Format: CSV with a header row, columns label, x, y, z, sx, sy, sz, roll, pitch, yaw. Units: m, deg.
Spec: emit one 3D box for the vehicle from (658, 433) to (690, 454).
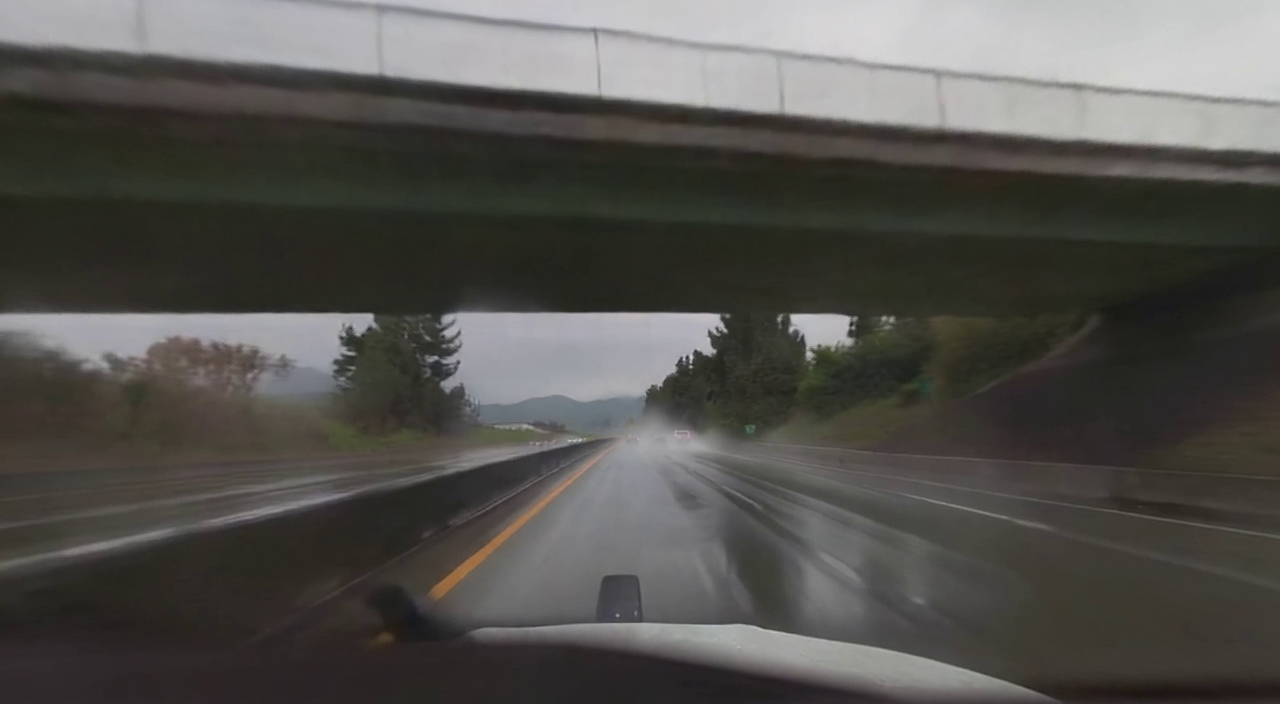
label,x,y,z,sx,sy,sz,roll,pitch,yaw
vehicle,2.428,6.679,46.171,1.981,1.490,3.449,0,-8,-3
